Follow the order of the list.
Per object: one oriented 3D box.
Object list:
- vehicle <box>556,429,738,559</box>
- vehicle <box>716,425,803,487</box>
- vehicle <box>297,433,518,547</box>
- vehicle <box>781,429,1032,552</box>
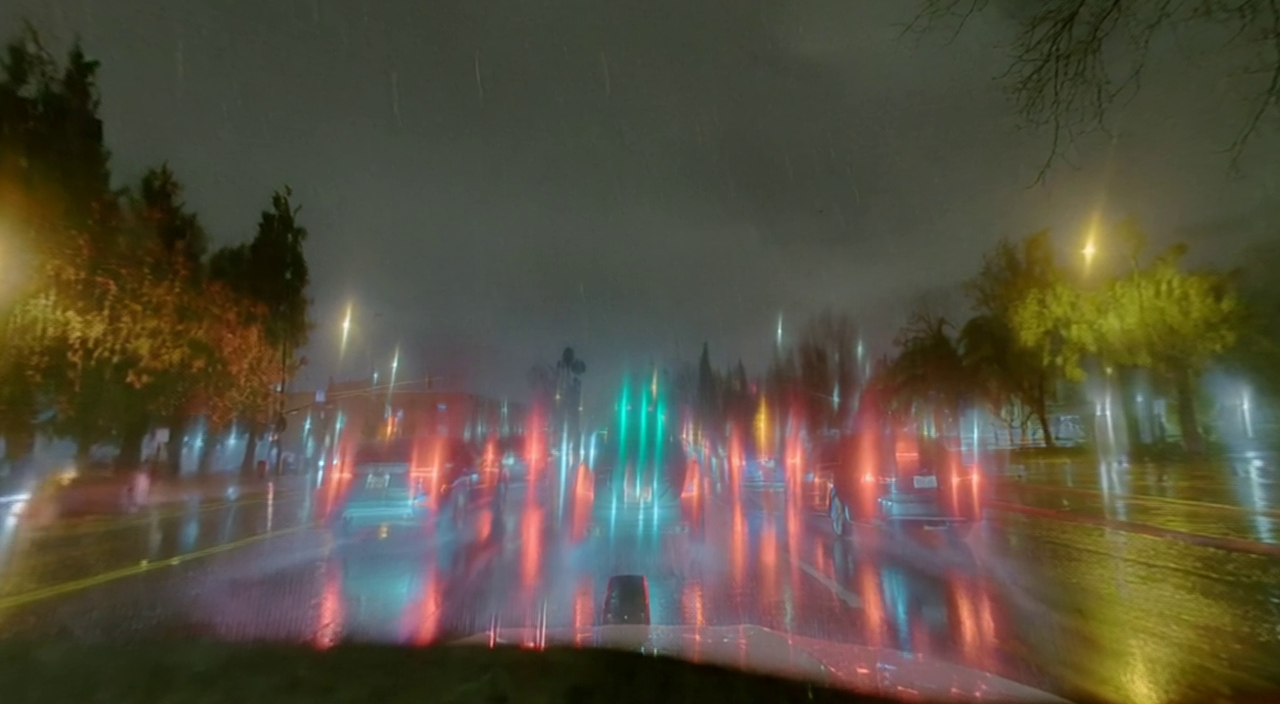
[{"bbox_3d":[0.052,1.930,9.291,2.101,1.480,3.929,0,-8,-1],"label":"vehicle"},{"bbox_3d":[4.178,3.753,23.085,2.142,1.957,5.443,0,-8,0],"label":"vehicle"},{"bbox_3d":[-3.449,2.112,10.354,2.002,1.465,4.098,0,-8,1],"label":"vehicle"},{"bbox_3d":[3.785,2.032,10.035,1.990,1.486,4.431,0,-8,-1],"label":"vehicle"}]
